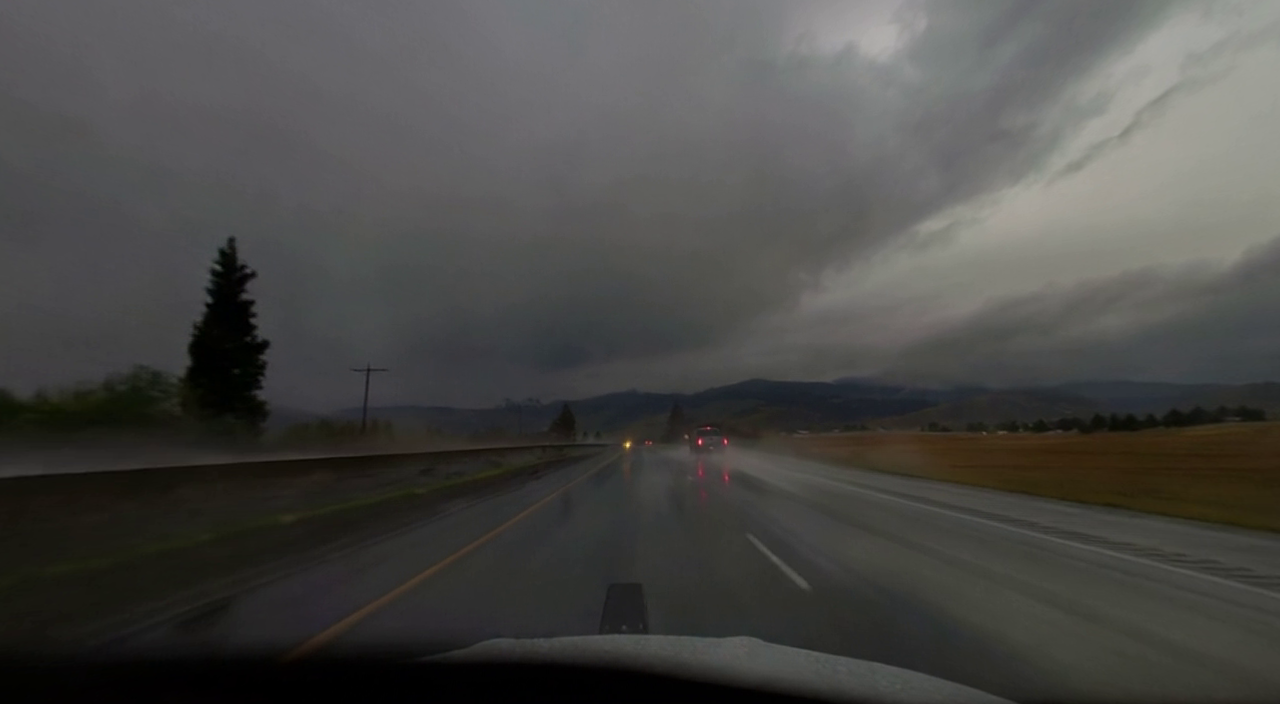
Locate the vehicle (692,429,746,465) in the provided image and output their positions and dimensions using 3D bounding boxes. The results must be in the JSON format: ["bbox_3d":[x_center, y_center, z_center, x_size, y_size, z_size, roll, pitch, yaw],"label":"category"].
[{"bbox_3d":[3.787,4.622,30.850,2.157,1.640,4.056,0,-8,1],"label":"vehicle"}]
